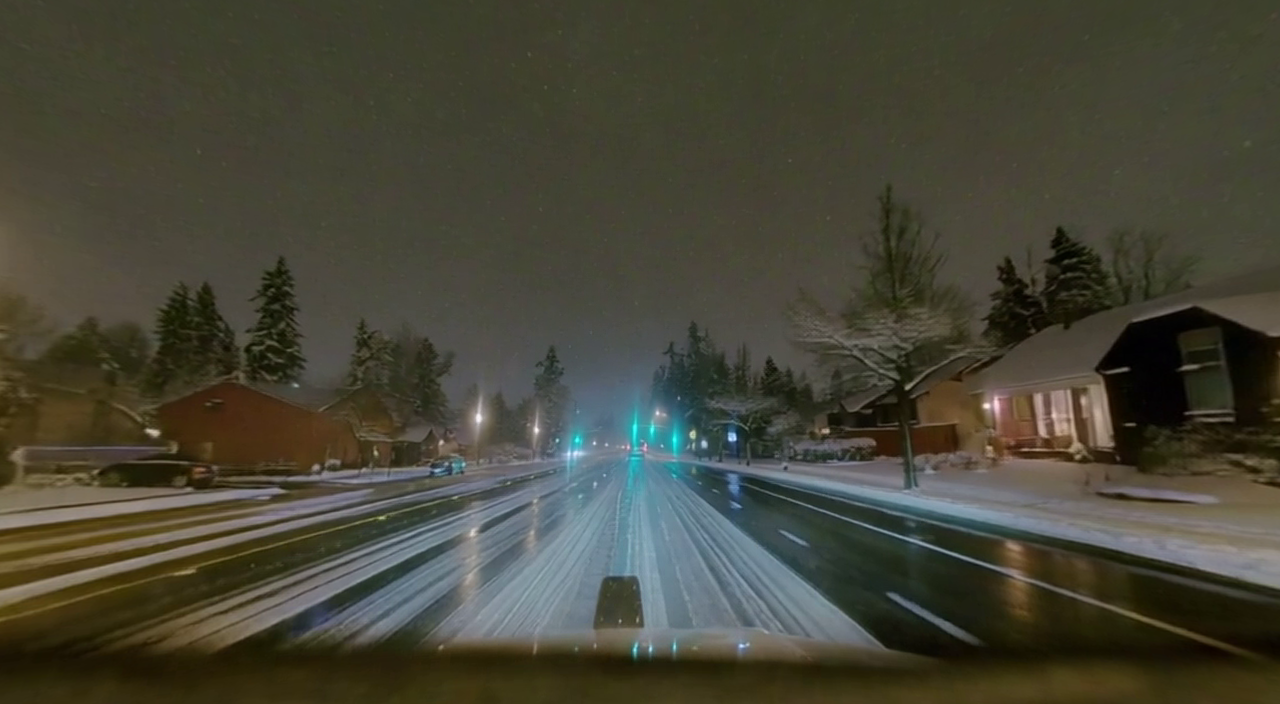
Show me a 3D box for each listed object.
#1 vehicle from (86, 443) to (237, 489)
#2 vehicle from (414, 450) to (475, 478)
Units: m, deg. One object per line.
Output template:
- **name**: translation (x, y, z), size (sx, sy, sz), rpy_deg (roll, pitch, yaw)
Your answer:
- **vehicle**: translation (-18.918, 4.519, 25.061), size (4.170, 1.704, 2.174), rpy_deg (0, -9, 0)
- **vehicle**: translation (-11.852, 6.829, 38.541), size (2.150, 1.518, 4.785), rpy_deg (-2, -10, 1)
